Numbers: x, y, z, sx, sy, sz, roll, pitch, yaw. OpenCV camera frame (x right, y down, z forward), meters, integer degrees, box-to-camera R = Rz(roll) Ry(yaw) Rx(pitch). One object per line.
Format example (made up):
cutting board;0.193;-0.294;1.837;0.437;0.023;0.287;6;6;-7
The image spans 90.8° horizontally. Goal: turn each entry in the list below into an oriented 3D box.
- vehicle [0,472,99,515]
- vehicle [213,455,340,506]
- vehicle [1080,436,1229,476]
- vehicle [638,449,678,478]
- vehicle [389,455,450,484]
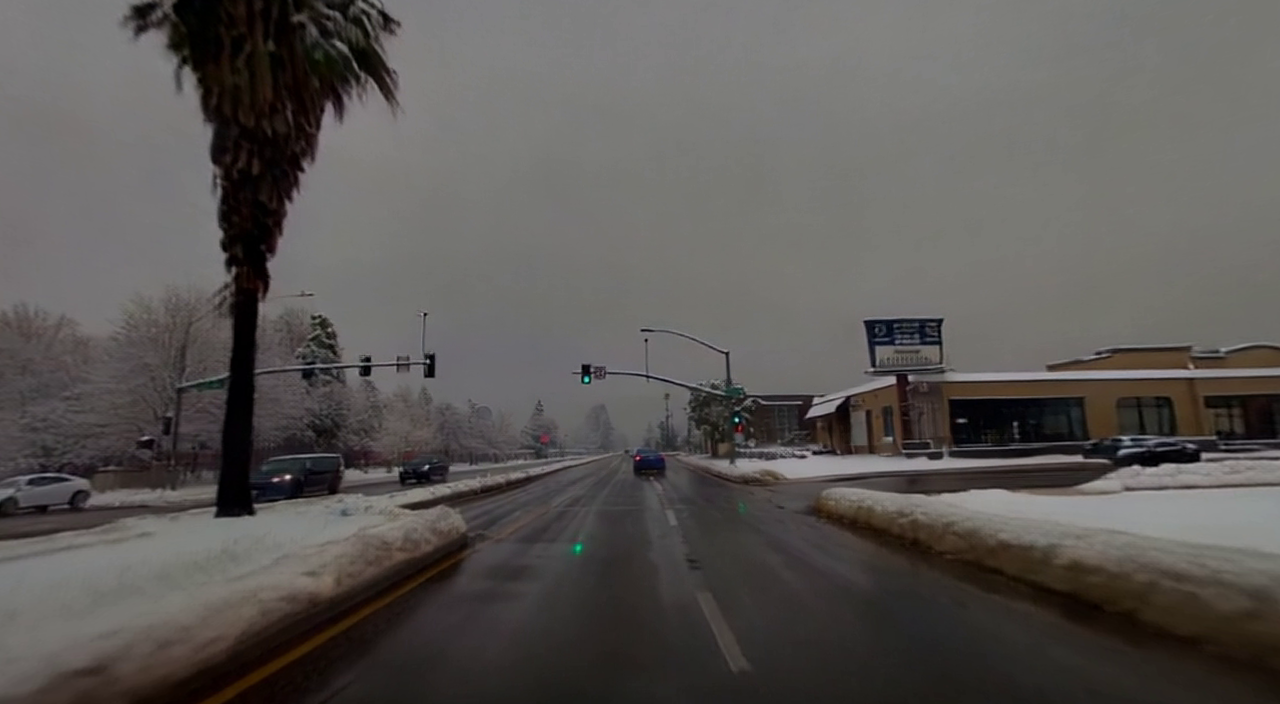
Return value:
vehicle;-25.971;5.922;26.536;2.026;1.540;4.468;-6;-11;37
vehicle;-12.966;4.575;22.962;2.027;1.534;4.779;0;-9;-4
vehicle;20.935;4.246;26.063;2.046;1.481;4.936;0;-9;0
vehicle;0.985;6.529;37.155;1.969;1.555;4.431;0;-9;-3
vehicle;-12.412;6.616;35.843;2.033;1.494;4.048;0;-9;-1
